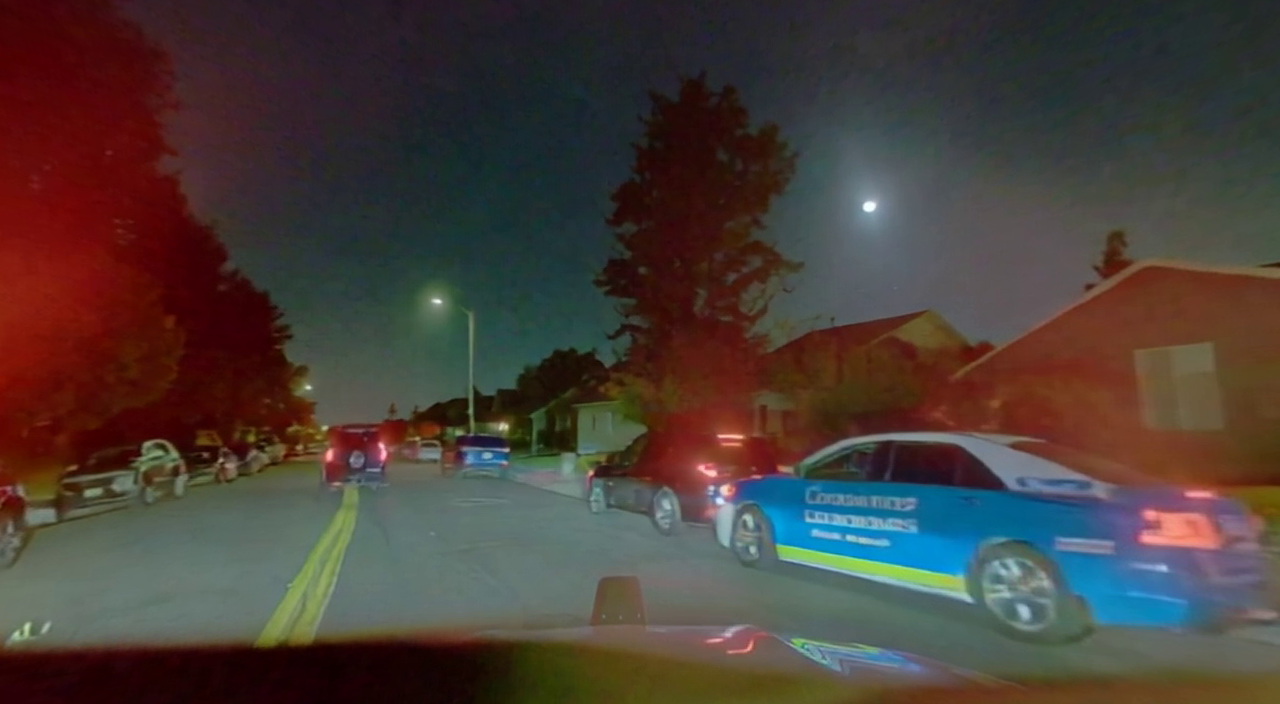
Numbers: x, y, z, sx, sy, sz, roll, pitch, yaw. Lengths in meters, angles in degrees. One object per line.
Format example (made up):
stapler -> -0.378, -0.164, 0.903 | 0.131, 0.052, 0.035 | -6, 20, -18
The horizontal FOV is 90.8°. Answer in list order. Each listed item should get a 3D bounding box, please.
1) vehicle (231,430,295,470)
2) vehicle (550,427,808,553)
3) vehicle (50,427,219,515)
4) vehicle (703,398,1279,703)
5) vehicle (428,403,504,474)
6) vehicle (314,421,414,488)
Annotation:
vehicle -> -19.065, 4.916, 32.166 | 2.241, 1.822, 4.728 | 2, -8, -25
vehicle -> 0.261, 1.990, 10.355 | 1.996, 1.497, 5.022 | 3, -8, -25
vehicle -> -11.381, 2.600, 14.637 | 1.877, 1.608, 4.529 | 4, -7, -24
vehicle -> 2.745, 1.293, 5.058 | 2.400, 1.515, 4.710 | 4, -9, -25
vehicle -> -8.204, 4.013, 29.374 | 2.268, 2.900, 5.980 | 4, -9, -25
vehicle -> -8.260, 3.006, 18.876 | 2.350, 1.748, 4.094 | 4, -9, -25
